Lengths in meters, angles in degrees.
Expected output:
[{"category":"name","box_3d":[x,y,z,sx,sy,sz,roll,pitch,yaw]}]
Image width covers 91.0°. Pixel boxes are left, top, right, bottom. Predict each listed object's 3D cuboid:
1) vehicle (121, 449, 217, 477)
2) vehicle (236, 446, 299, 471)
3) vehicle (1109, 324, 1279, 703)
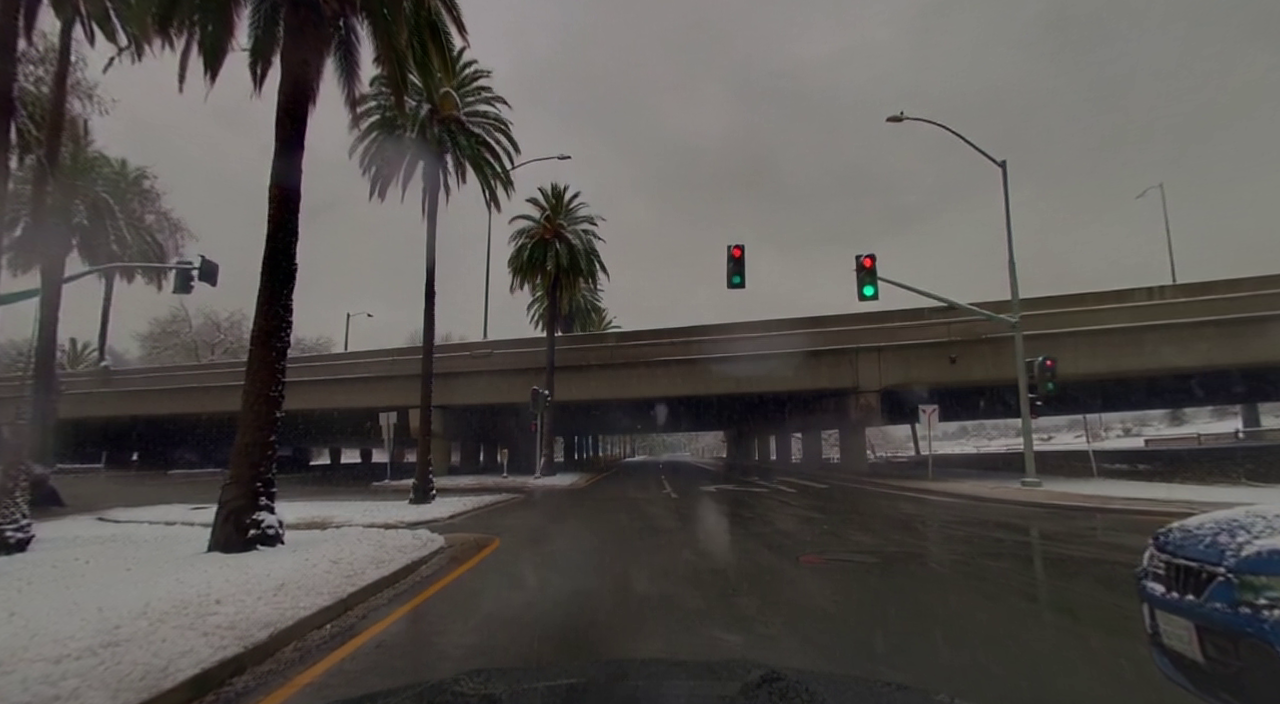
[{"category":"vehicle","box_3d":[-26.582,6.259,35.736,1.830,1.443,4.551,0,-9,1]},{"category":"vehicle","box_3d":[-26.294,7.530,44.565,1.941,1.631,4.017,0,-9,0]},{"category":"vehicle","box_3d":[3.443,0.539,0.795,2.028,1.770,4.737,0,-9,0]}]
